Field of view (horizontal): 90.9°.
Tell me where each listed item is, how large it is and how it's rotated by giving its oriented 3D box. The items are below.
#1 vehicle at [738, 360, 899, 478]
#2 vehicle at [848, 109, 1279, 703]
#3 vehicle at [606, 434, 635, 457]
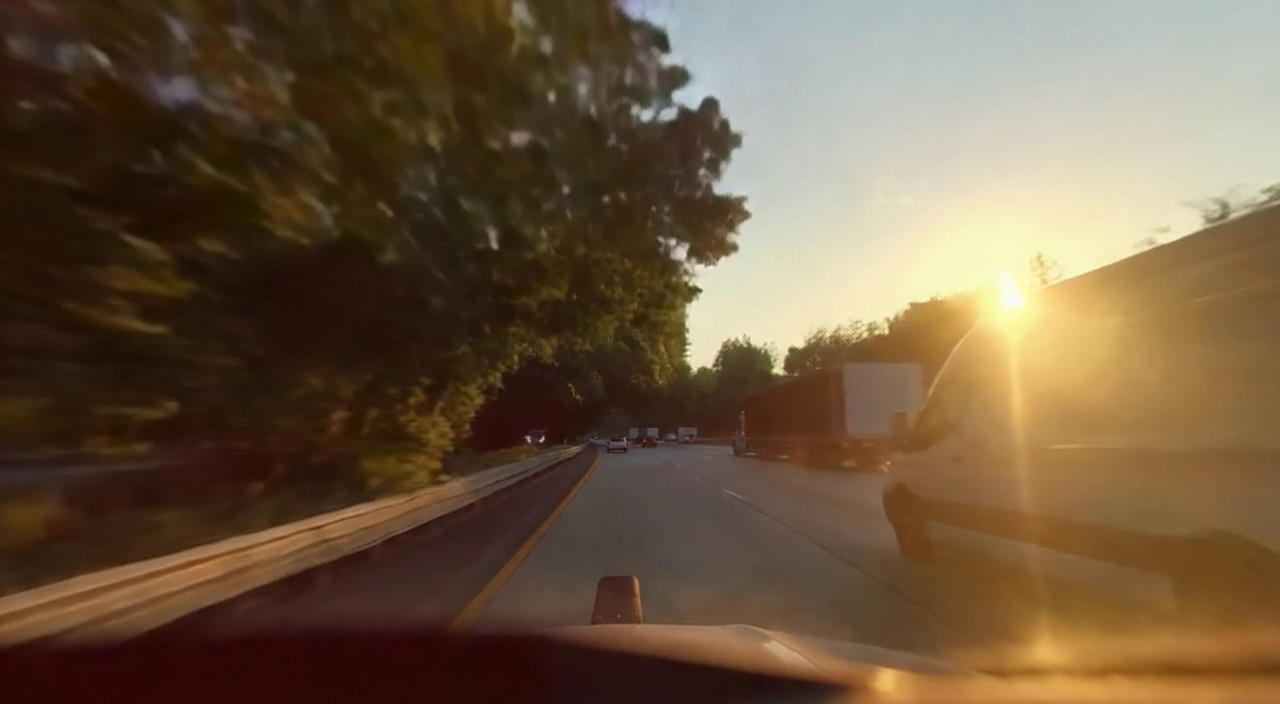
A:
[{"bbox_3d":[7.301,3.277,29.093,2.888,4.093,14.227,0,-8,-2],"label":"vehicle"},{"bbox_3d":[3.442,0.593,3.632,2.436,2.521,5.409,0,-8,-2],"label":"vehicle"},{"bbox_3d":[-1.501,7.019,47.476,2.088,1.671,4.068,0,-8,-2],"label":"vehicle"}]
